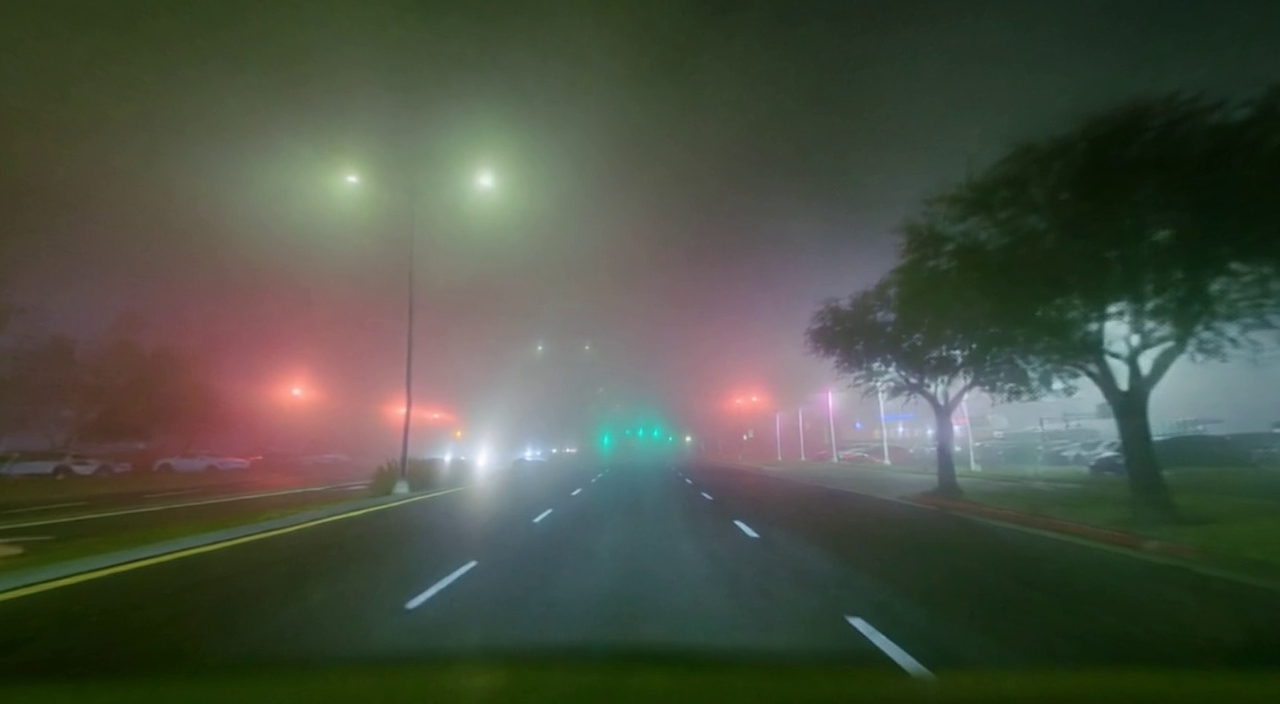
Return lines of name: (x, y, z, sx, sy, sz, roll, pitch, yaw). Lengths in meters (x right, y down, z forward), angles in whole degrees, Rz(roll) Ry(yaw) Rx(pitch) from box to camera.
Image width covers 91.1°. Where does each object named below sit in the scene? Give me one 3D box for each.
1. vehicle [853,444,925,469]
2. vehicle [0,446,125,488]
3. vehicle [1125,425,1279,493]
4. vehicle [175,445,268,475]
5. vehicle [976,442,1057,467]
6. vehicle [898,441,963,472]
vehicle: (16.856, 7.016, 42.473, 4.313, 1.584, 2.282, 5, -9, -29)
vehicle: (-29.097, 5.642, 31.296, 2.199, 1.859, 5.442, 0, -8, -1)
vehicle: (17.067, 3.033, 17.935, 4.720, 1.769, 2.229, 1, -9, -6)
vehicle: (-29.413, 7.572, 44.178, 5.319, 1.985, 2.410, -2, -9, 16)
vehicle: (27.310, 7.437, 45.607, 4.478, 1.746, 2.159, 0, -8, 2)
vehicle: (18.855, 6.734, 40.675, 3.754, 1.844, 2.002, 5, -10, -32)
